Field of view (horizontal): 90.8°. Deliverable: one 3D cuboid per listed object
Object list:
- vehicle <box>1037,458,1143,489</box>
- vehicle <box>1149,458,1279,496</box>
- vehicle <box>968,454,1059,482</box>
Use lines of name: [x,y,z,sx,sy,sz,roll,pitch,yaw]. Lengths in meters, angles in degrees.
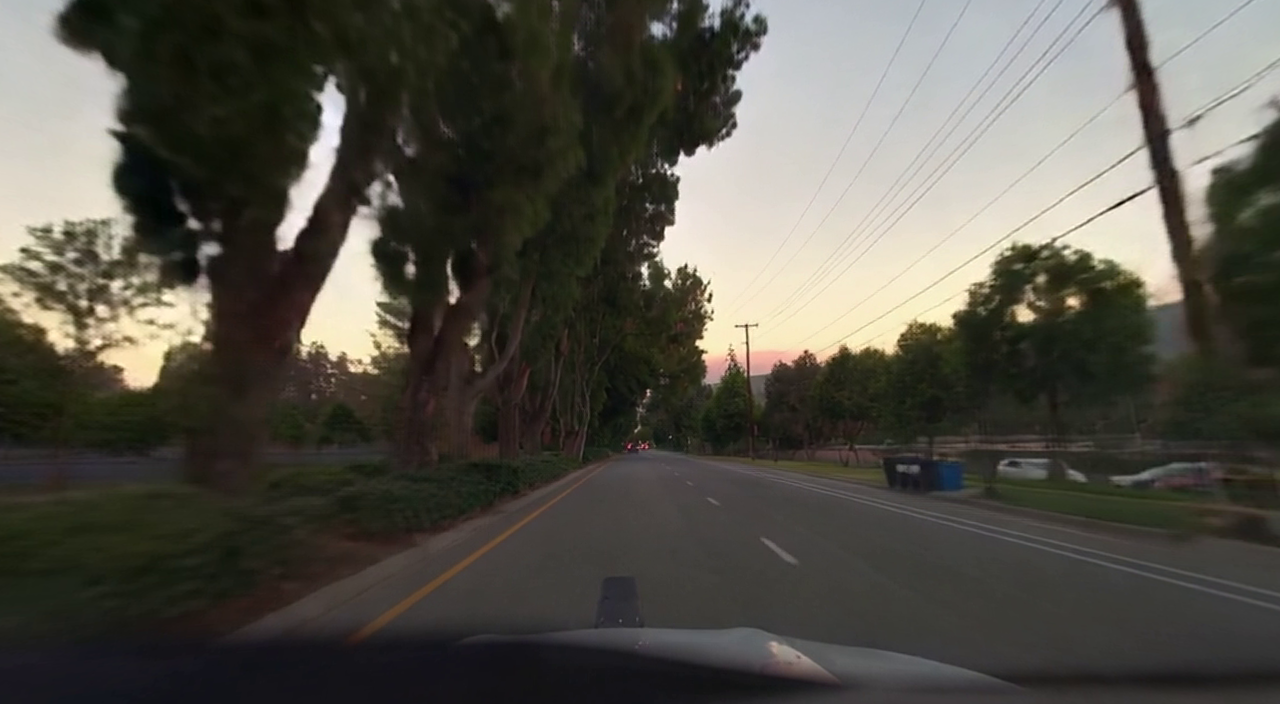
vehicle: [23.997,6.464,33.778,4.271,1.542,1.887,0,-8,-3]
vehicle: [24.276,5.183,26.311,4.369,1.454,1.973,0,-9,1]
vehicle: [23.754,7.357,40.255,4.519,1.658,1.911,-1,-8,0]
